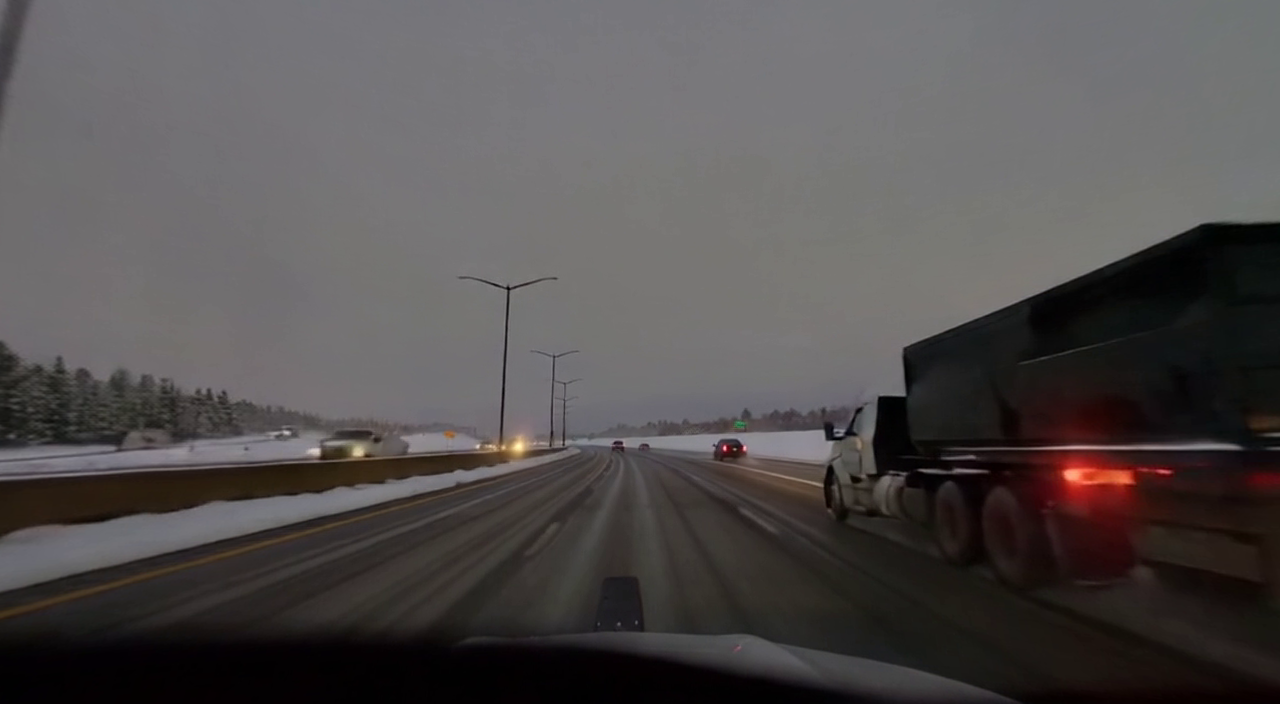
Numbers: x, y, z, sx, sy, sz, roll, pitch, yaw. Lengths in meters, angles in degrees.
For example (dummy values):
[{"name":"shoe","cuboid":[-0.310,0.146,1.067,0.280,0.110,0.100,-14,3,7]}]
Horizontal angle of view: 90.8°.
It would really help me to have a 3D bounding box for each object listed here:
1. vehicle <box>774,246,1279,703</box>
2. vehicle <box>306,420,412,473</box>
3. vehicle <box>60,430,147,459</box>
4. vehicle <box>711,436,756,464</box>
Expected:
[{"name":"vehicle","cuboid":[3.677,1.189,6.130,2.981,2.053,7.897,0,-8,0]},{"name":"vehicle","cuboid":[-14.003,4.773,32.053,2.437,2.397,6.468,0,-8,-1]},{"name":"vehicle","cuboid":[-40.014,6.914,47.279,2.371,2.008,5.235,1,-9,-8]},{"name":"vehicle","cuboid":[6.125,6.504,41.926,2.104,1.723,4.538,0,-8,-2]}]
